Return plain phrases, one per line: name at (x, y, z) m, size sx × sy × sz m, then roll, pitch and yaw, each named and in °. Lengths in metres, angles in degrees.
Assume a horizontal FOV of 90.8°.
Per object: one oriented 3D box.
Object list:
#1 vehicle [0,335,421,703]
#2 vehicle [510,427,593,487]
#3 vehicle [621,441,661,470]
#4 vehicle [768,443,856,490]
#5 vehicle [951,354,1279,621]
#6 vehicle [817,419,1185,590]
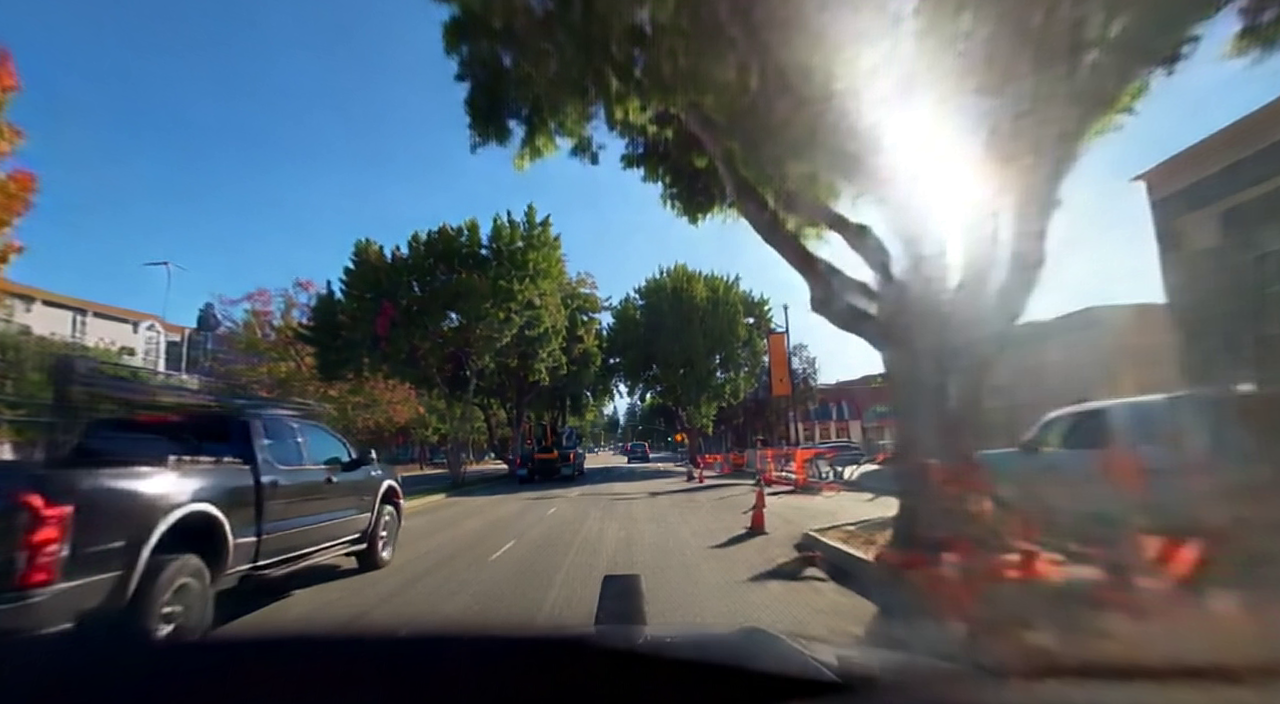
vehicle at (-3.584, 1.141, 4.683) m, size 2.327 × 1.775 × 4.430 m, roll 0°, pitch -9°, yaw 0°
vehicle at (-3.262, 4.053, 24.749) m, size 2.424 × 2.063 × 5.678 m, roll 0°, pitch -9°, yaw 0°
vehicle at (0.006, 6.729, 41.271) m, size 2.413 × 1.748 × 4.406 m, roll 0°, pitch -9°, yaw -2°
vehicle at (6.048, 4.066, 22.812) m, size 2.045 × 1.505 × 4.615 m, roll -1°, pitch -9°, yaw 3°
vehicle at (6.681, 1.482, 7.874) m, size 2.921 × 2.166 × 5.422 m, roll 0°, pitch -9°, yaw 2°
vehicle at (4.073, 1.784, 8.295) m, size 2.082 × 1.601 × 4.451 m, roll 0°, pitch -9°, yaw -2°
